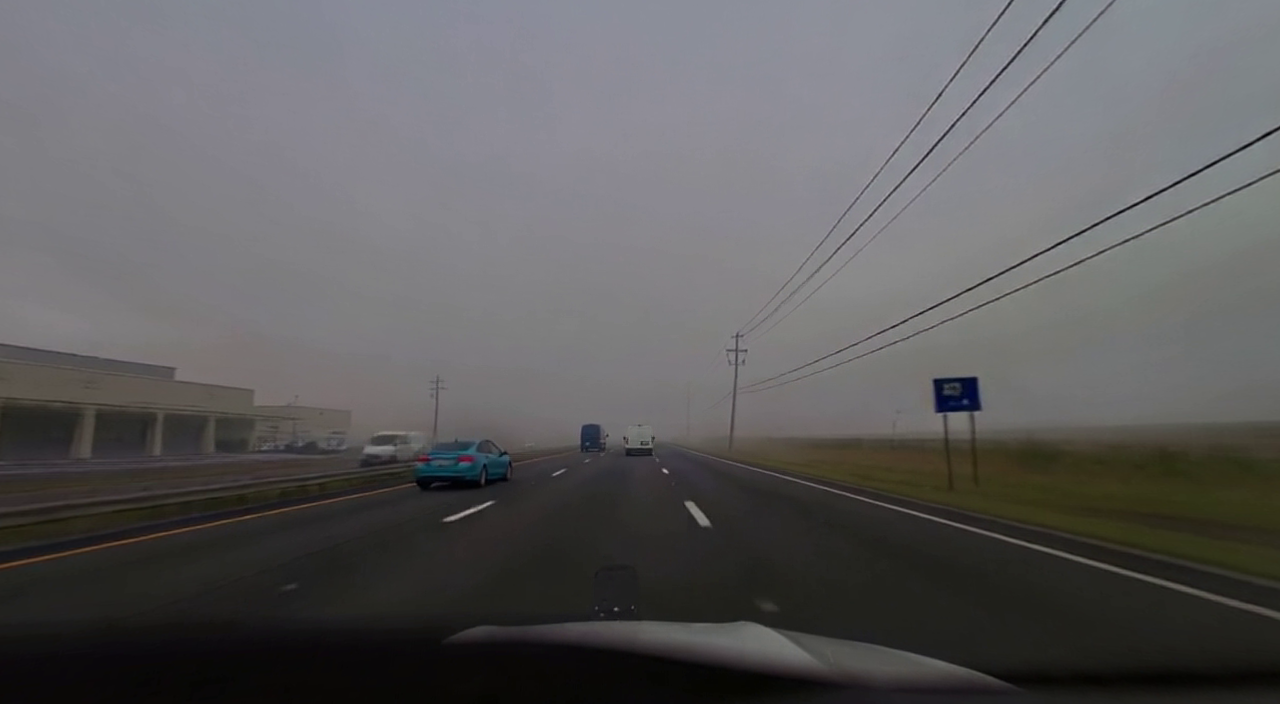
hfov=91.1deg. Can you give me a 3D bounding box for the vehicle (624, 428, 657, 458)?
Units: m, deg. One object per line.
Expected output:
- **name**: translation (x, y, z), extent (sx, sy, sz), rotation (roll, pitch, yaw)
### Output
- **vehicle**: translation (-0.013, 6.408, 44.603), extent (2.213, 1.997, 4.456), rotation (0, -8, -1)

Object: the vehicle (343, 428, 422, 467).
- **vehicle**: translation (-13.715, 5.098, 33.861), extent (2.135, 1.961, 4.890), rotation (0, -8, 1)

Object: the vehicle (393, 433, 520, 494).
- **vehicle**: translation (-4.912, 3.025, 17.688), extent (2.087, 1.464, 4.853), rotation (0, -8, 1)
